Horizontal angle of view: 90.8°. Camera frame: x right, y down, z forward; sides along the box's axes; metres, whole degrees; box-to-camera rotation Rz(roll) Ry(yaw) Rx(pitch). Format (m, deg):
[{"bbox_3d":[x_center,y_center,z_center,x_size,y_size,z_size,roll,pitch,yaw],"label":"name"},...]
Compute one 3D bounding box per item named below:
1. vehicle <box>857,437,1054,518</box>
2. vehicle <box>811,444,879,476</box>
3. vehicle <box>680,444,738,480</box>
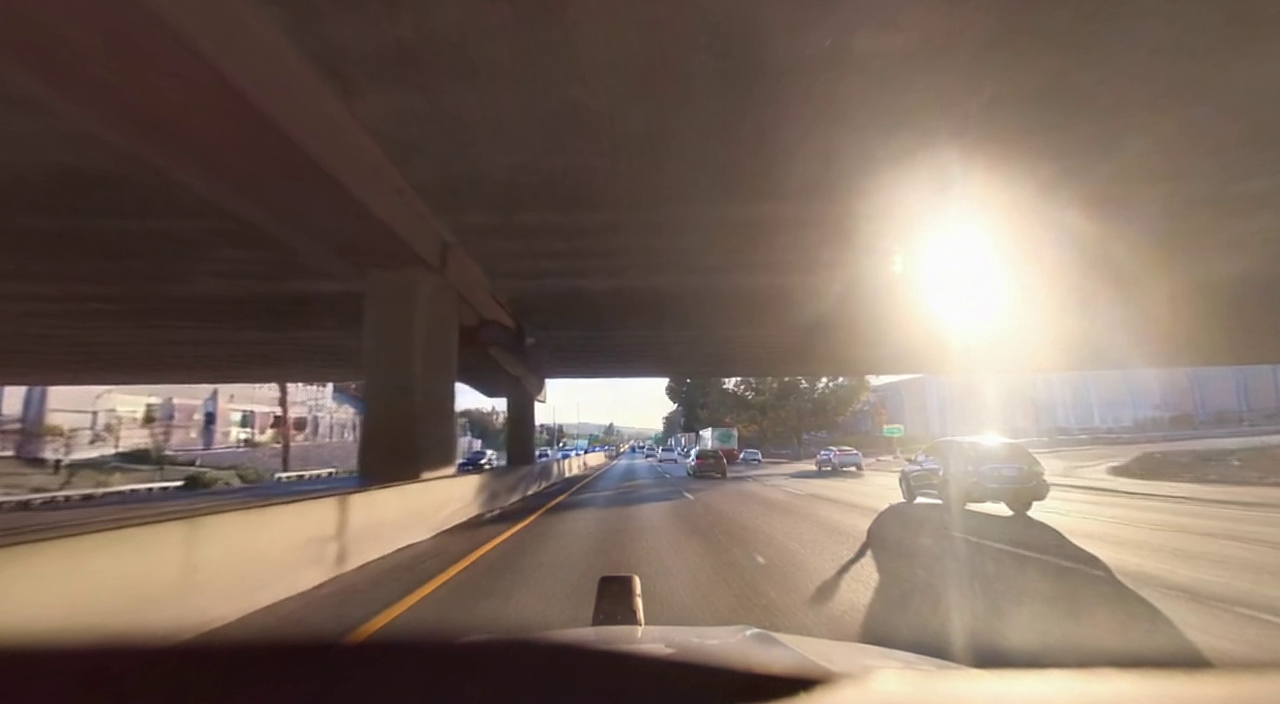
[{"bbox_3d":[6.616,2.668,13.959,1.952,1.489,4.483,0,-9,-1],"label":"vehicle"},{"bbox_3d":[9.909,5.223,30.838,1.838,1.440,4.121,0,-9,-2],"label":"vehicle"},{"bbox_3d":[3.056,4.976,28.889,1.993,1.507,4.594,0,-9,-2],"label":"vehicle"}]
